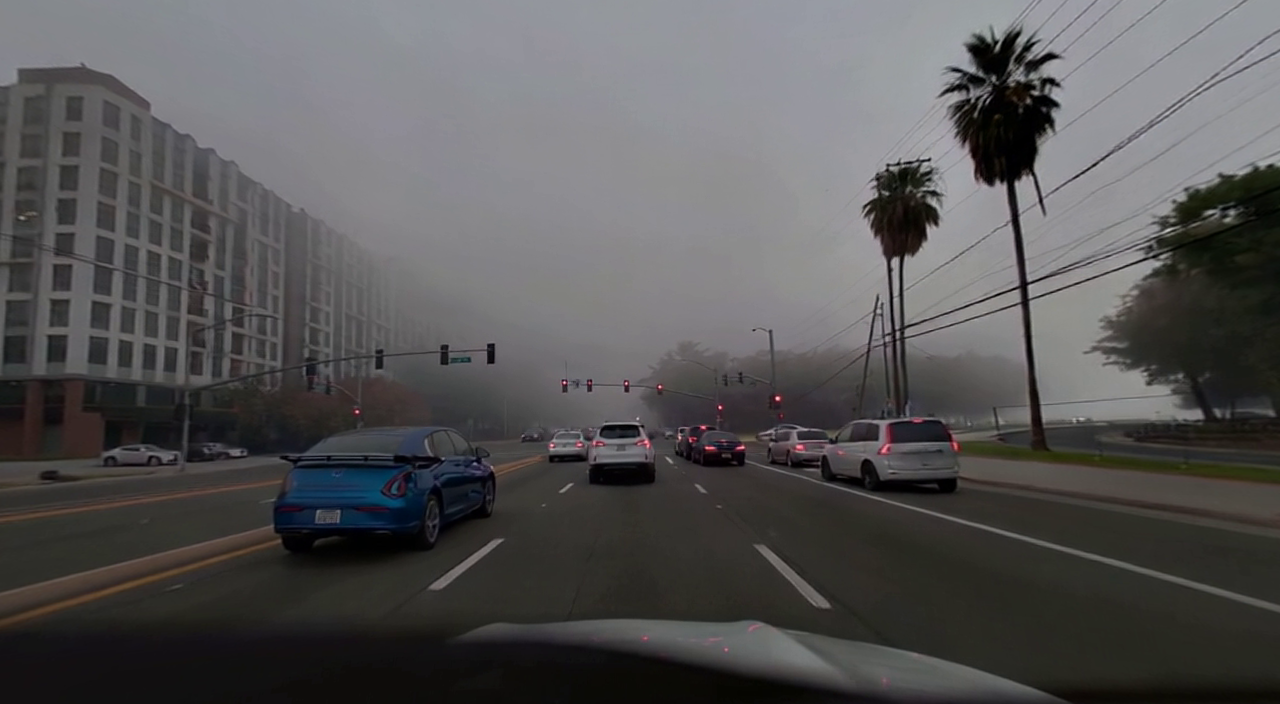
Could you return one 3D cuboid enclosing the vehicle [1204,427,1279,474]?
[{"bbox_3d":[22.276,3.429,22.111,2.020,1.501,4.732,-3,-9,20],"label":"vehicle"}]

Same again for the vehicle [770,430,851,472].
[{"bbox_3d":[6.428,3.778,24.285,1.764,1.451,4.300,0,-8,-2],"label":"vehicle"}]

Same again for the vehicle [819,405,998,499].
[{"bbox_3d":[6.461,2.510,16.134,2.130,1.979,5.310,0,-8,-1],"label":"vehicle"}]

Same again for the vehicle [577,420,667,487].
[{"bbox_3d":[-0.502,2.881,18.195,2.302,1.681,4.217,0,-8,-1],"label":"vehicle"}]

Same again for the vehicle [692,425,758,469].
[{"bbox_3d":[3.253,3.775,25.078,1.975,1.598,4.025,0,-8,-1],"label":"vehicle"}]

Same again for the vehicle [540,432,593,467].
[{"bbox_3d":[-3.372,4.571,29.681,1.973,1.504,3.895,0,-8,0],"label":"vehicle"}]

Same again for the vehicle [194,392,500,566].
[{"bbox_3d":[-3.504,1.626,8.764,2.136,1.779,4.417,0,-8,0],"label":"vehicle"}]
